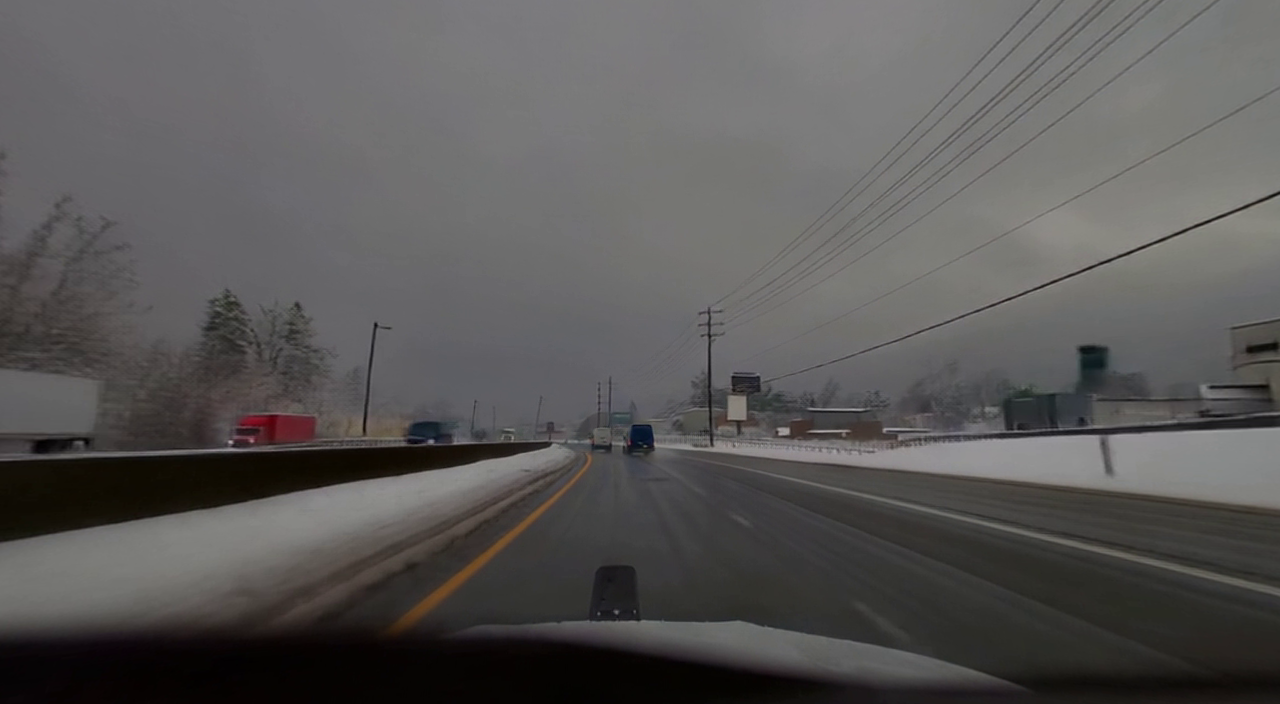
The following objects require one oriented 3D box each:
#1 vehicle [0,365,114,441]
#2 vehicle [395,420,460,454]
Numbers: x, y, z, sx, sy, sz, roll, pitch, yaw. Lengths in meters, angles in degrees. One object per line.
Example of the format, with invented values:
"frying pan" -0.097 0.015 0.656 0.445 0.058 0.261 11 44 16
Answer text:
"vehicle" -29.877 1.946 25.926 3.085 3.337 16.445 3 -7 -3
"vehicle" -13.077 5.313 39.150 2.521 1.949 5.070 0 -8 -3
